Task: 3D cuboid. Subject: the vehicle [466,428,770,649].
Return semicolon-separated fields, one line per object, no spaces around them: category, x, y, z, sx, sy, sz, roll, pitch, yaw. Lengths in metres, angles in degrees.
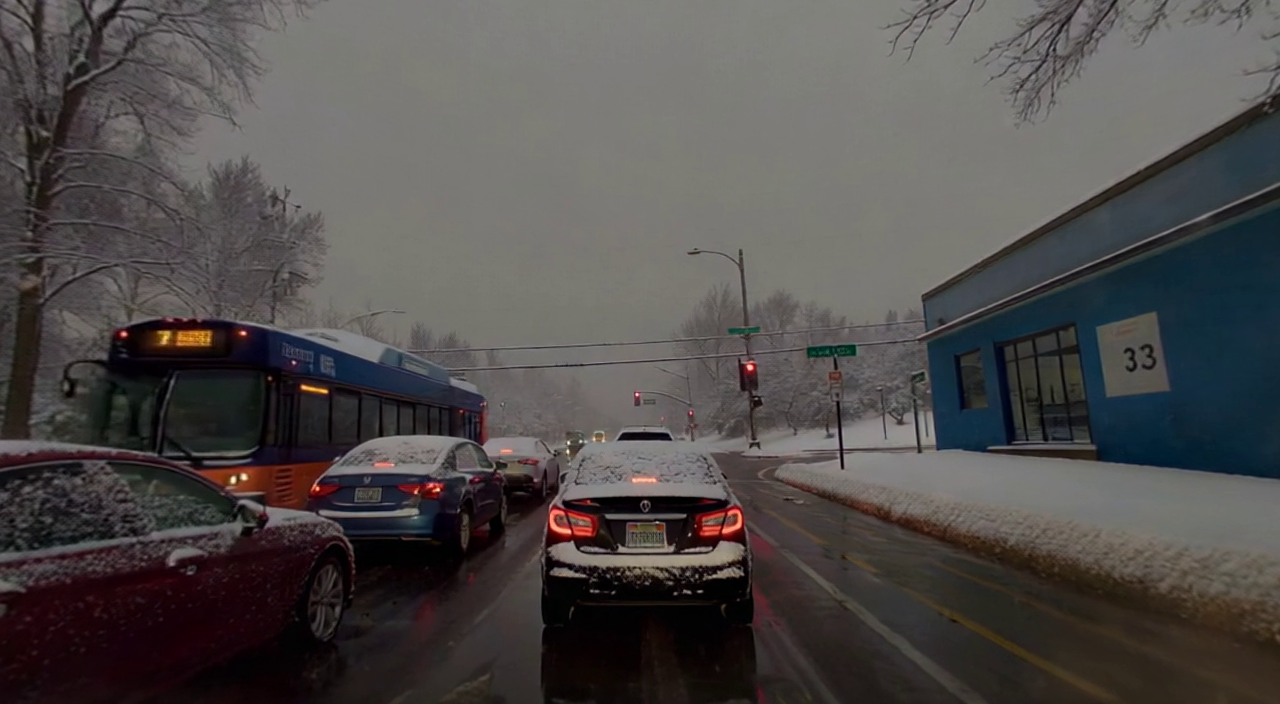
vehicle;-0.136;1.528;6.174;2.031;1.461;3.763;0;-8;0

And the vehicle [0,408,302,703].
vehicle;-3.167;0.880;1.749;1.867;1.486;4.452;0;-8;2

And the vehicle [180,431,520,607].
vehicle;-2.917;1.754;7.652;1.944;1.481;4.385;0;-8;1
